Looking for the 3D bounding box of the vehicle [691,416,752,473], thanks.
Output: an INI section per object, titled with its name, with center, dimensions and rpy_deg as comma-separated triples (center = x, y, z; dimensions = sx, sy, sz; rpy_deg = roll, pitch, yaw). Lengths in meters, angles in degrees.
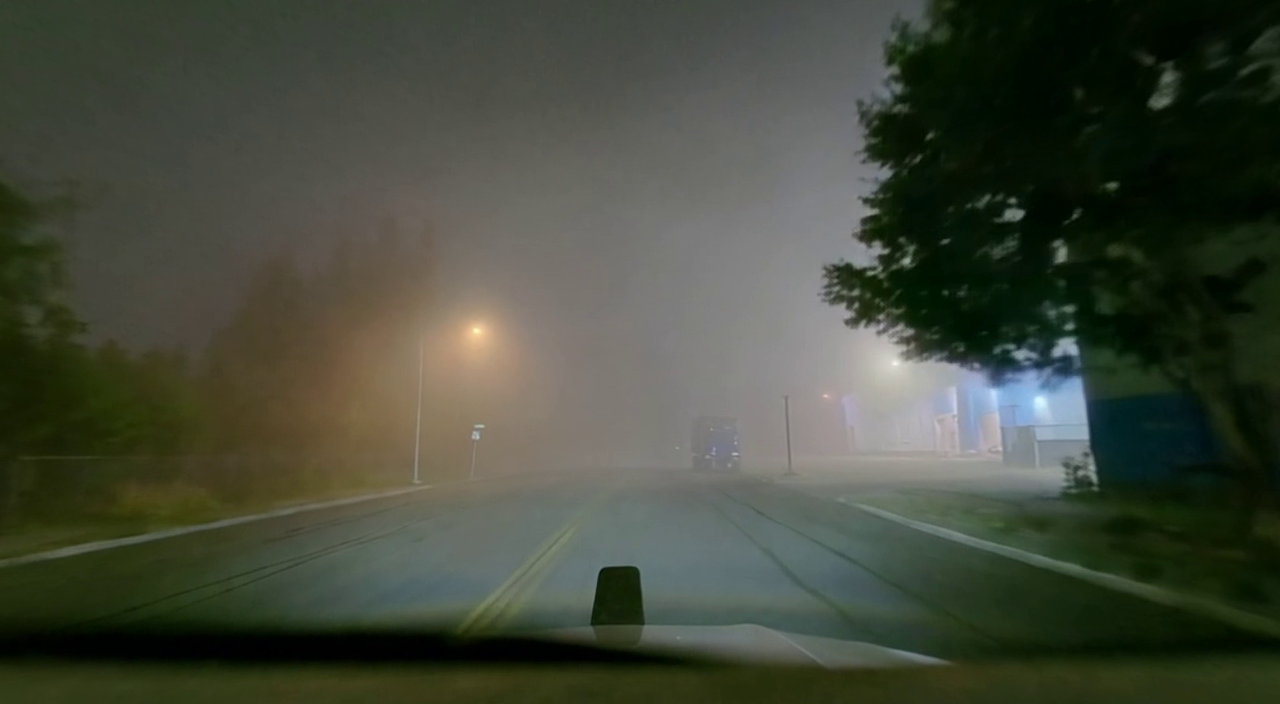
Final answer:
[vehicle]
center = 4.953, 5.797, 39.627
dimensions = 3.019, 3.303, 6.252
rpy_deg = 0, -8, 0
